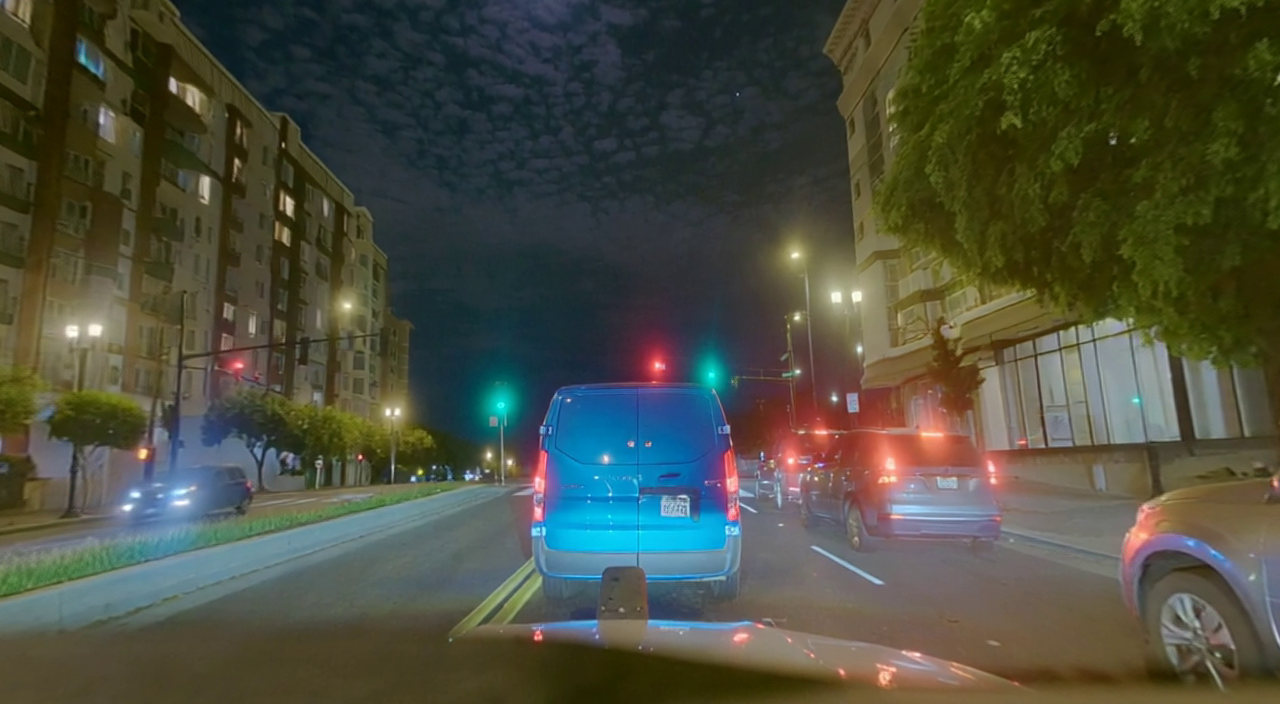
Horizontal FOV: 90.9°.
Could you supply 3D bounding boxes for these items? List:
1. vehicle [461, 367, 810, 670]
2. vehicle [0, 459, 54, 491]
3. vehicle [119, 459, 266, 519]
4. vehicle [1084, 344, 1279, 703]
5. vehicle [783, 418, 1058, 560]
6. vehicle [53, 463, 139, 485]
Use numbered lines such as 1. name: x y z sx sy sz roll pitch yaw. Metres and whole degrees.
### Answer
1. vehicle: -0.025 1.326 6.040 2.101 1.828 4.270 0 -9 0
2. vehicle: -35.476 6.833 35.156 3.843 1.680 1.782 -1 -9 4
3. vehicle: -13.423 4.076 19.308 1.852 1.485 4.428 1 -9 -10
4. vehicle: 3.806 0.700 1.738 2.157 1.748 4.130 0 -9 1
5. vehicle: 3.922 2.006 10.014 2.061 1.676 4.734 0 -9 -2
6. vehicle: -38.464 8.628 44.636 4.396 1.458 1.809 -1 -9 2
